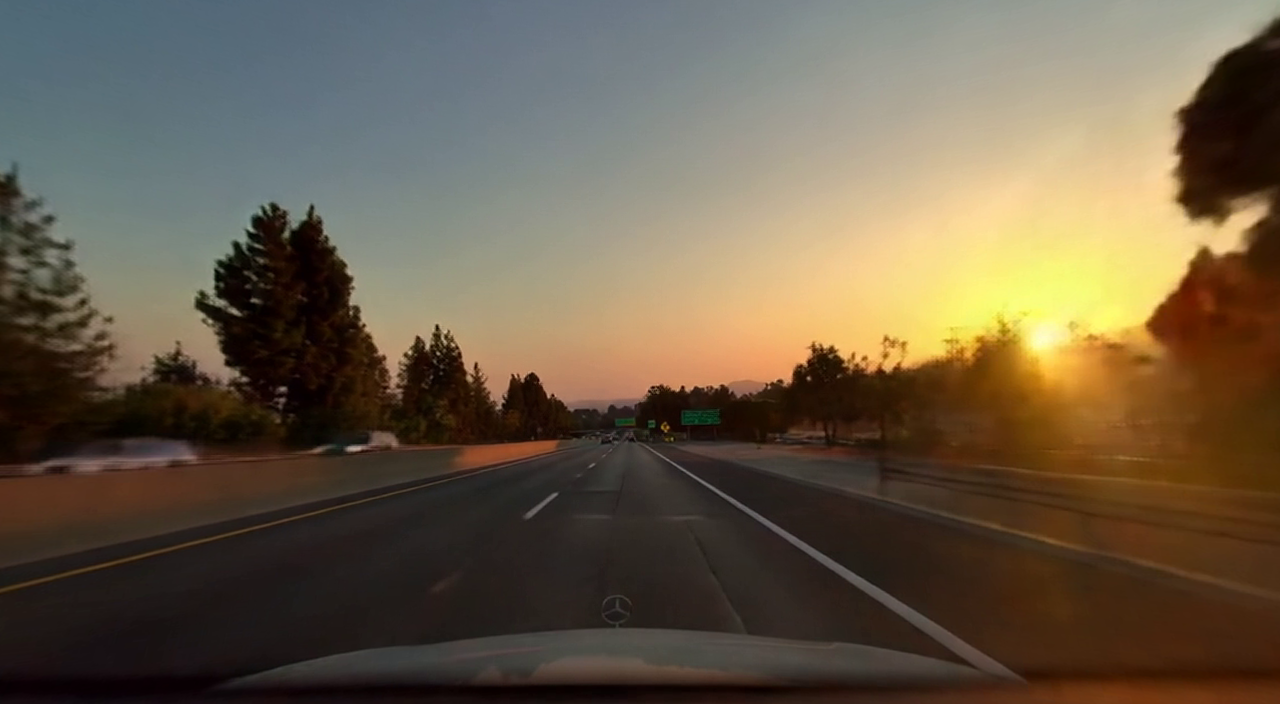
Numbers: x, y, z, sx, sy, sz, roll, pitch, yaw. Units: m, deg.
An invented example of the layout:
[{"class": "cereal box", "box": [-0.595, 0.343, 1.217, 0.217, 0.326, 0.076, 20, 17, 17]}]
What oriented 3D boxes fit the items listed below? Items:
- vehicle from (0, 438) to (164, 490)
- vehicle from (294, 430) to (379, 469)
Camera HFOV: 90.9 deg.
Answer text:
[{"class": "vehicle", "box": [-17.421, 3.456, 19.870, 1.820, 1.454, 3.904, 0, -8, -1]}, {"class": "vehicle", "box": [-13.513, 4.335, 28.373, 1.743, 1.614, 4.194, 0, -8, -1]}]
